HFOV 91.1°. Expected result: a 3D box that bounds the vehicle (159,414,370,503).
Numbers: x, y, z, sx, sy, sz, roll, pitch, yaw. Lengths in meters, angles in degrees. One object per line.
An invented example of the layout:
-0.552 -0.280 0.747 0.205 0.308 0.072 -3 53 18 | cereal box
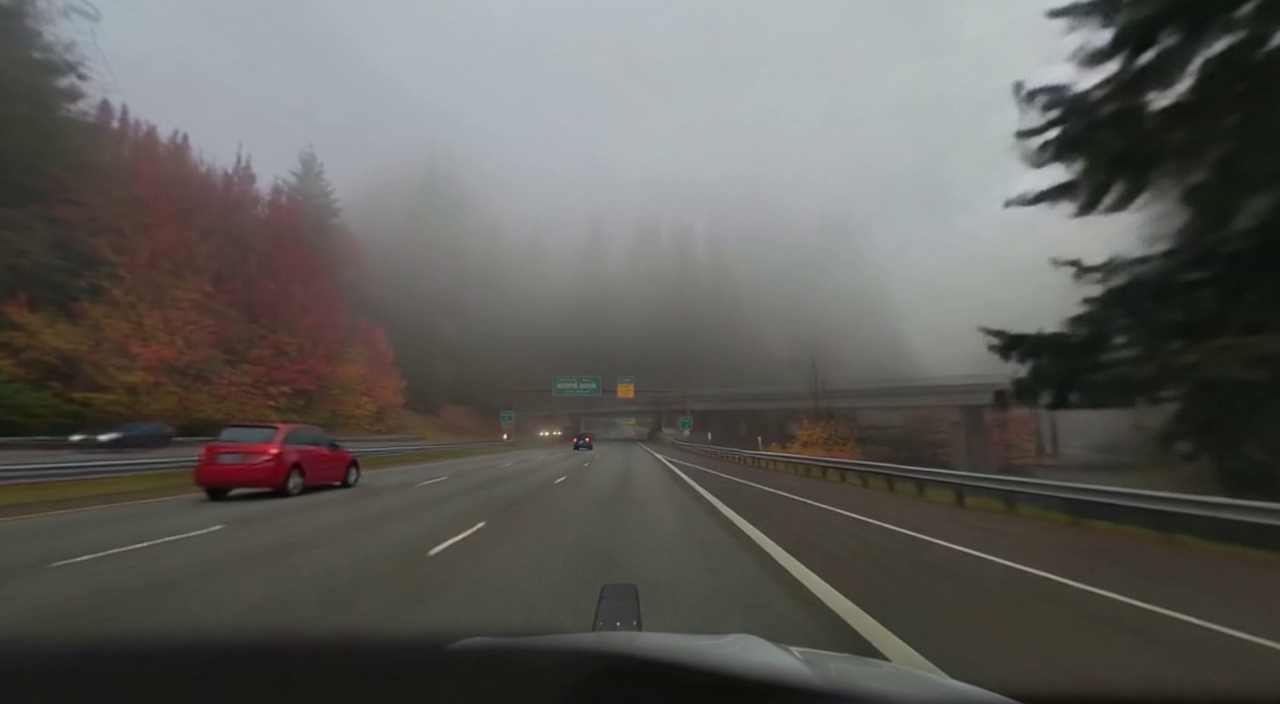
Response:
-8.157 2.340 14.314 1.987 1.677 4.580 0 -8 -1 | vehicle

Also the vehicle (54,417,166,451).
-26.108 4.083 31.174 1.962 1.542 4.111 0 -8 0 | vehicle
